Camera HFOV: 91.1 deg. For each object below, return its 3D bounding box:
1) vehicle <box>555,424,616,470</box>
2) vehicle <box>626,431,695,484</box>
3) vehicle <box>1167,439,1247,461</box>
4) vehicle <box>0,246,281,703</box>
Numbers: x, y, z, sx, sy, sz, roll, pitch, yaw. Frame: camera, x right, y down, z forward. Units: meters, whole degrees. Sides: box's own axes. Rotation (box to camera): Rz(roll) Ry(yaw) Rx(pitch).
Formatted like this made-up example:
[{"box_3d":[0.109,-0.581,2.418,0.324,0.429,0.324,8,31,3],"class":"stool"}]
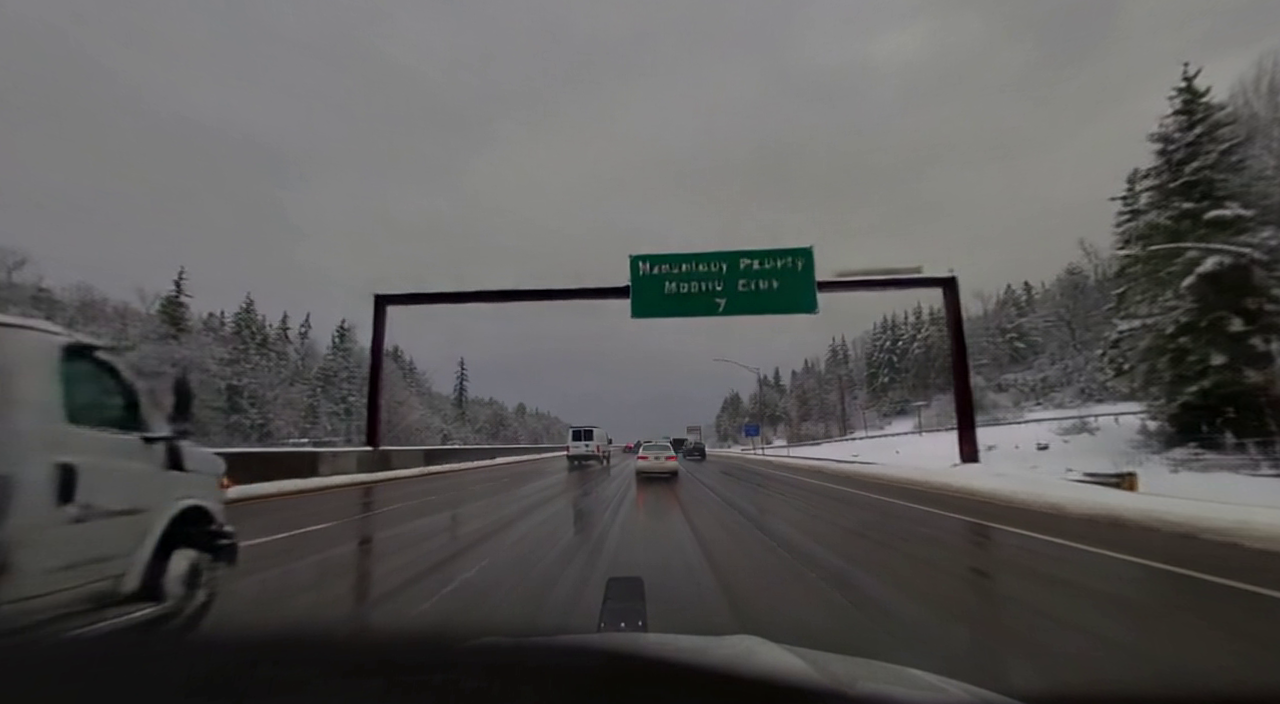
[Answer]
[{"box_3d":[-2.654,4.867,32.288,2.526,2.146,5.594,0,-8,1],"class":"vehicle"},{"box_3d":[0.673,3.676,22.146,2.165,1.653,4.456,0,-8,1],"class":"vehicle"},{"box_3d":[38.910,6.699,43.180,1.757,1.441,3.590,2,-9,-13],"class":"vehicle"},{"box_3d":[-3.900,0.476,1.901,2.292,2.070,5.532,0,-8,0],"class":"vehicle"}]
